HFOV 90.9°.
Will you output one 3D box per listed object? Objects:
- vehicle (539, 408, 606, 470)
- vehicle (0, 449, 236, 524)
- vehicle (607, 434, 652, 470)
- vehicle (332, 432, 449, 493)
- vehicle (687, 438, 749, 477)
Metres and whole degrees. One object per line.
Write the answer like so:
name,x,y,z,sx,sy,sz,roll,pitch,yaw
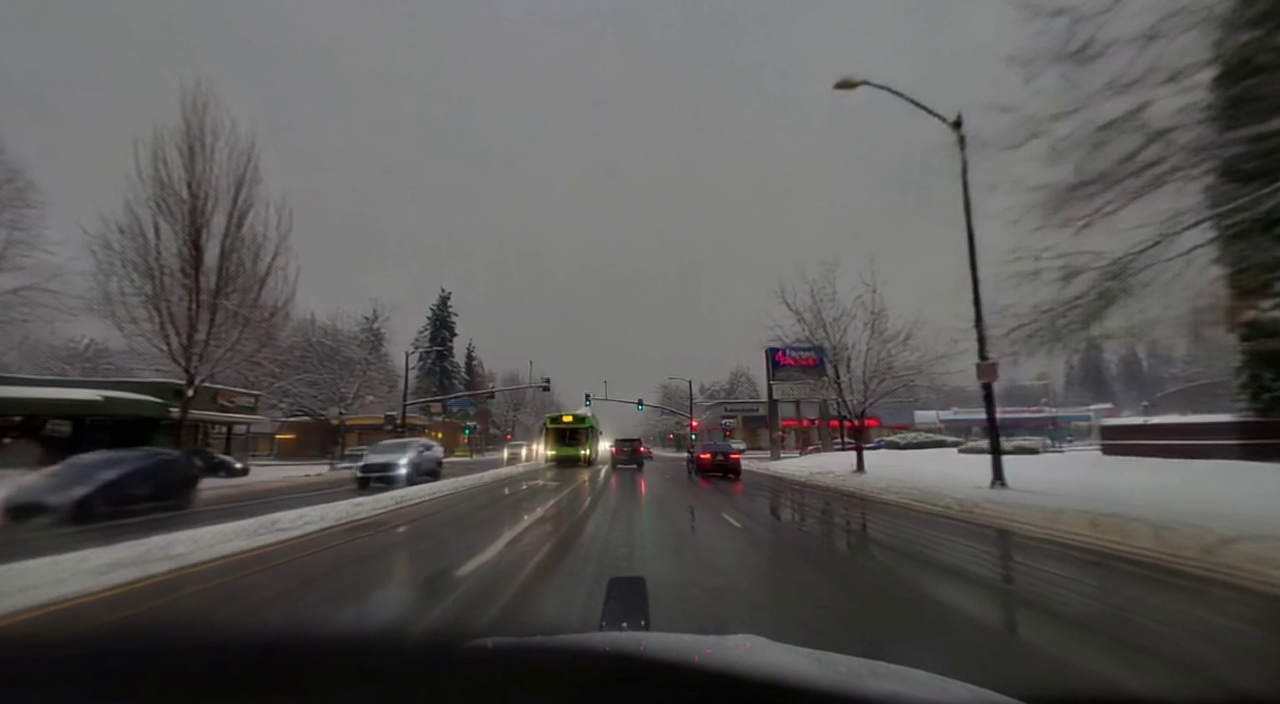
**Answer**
vehicle,-3.887,5.547,40.072,3.018,3.217,13.998,0,-8,-1
vehicle,-12.146,3.086,15.098,1.877,1.431,4.621,0,-8,-1
vehicle,-0.625,5.447,34.596,2.301,1.837,4.411,0,-8,-2
vehicle,-8.411,3.745,21.855,2.154,1.832,4.820,0,-8,-1
vehicle,3.267,4.506,27.280,2.046,1.540,3.883,0,-8,-2
